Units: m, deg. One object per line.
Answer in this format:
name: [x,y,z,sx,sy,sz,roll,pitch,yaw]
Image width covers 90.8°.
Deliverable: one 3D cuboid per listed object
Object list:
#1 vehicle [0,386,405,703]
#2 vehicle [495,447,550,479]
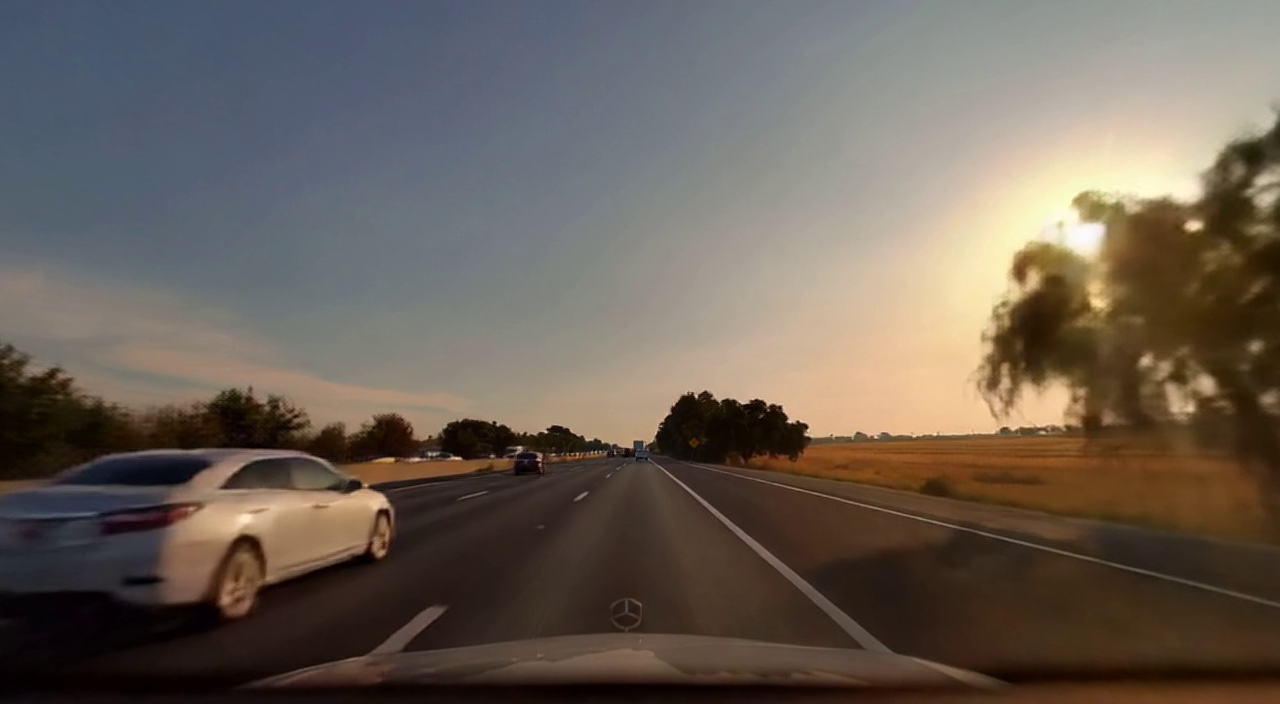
vehicle: [-3.623,1.272,4.527,2.139,1.607,4.378,0,-9,1]
vehicle: [-6.651,6.339,36.244,2.234,1.698,4.634,0,-9,1]
